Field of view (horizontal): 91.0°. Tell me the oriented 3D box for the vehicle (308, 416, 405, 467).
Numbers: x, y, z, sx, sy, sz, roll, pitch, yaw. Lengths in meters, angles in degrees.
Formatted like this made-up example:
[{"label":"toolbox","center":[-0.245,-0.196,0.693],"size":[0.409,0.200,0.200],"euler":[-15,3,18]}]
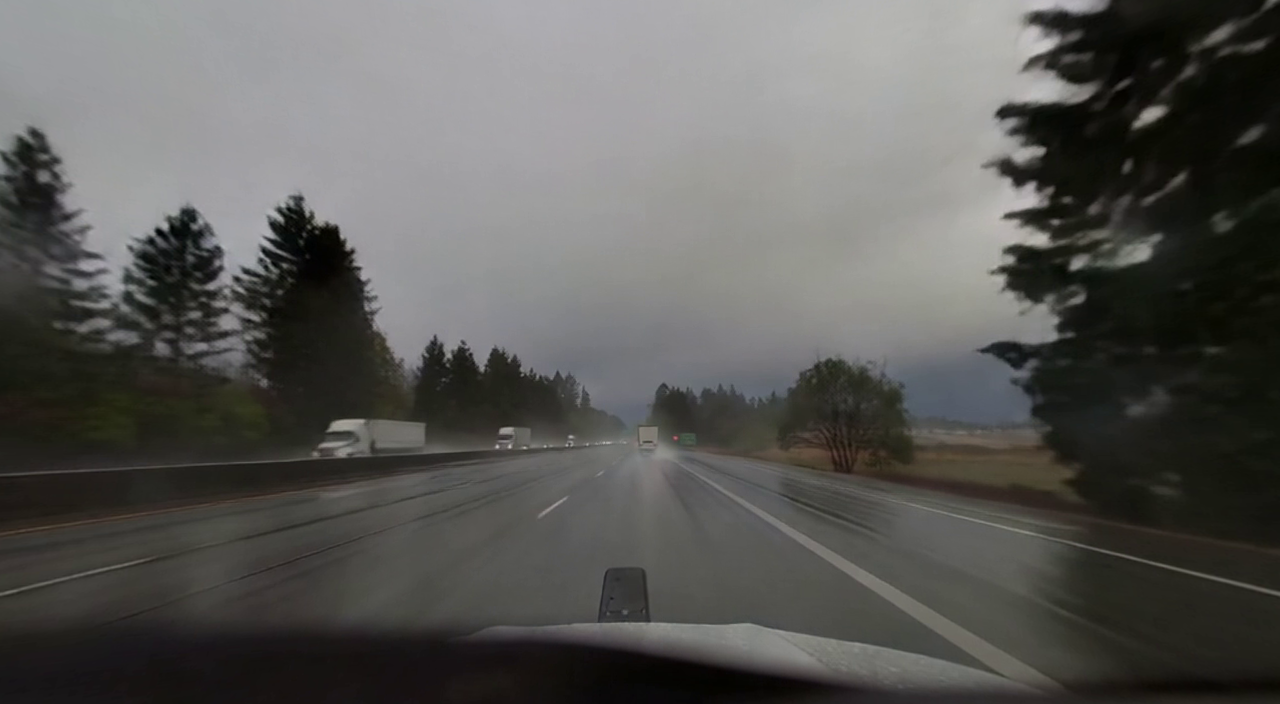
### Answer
[{"label":"vehicle","center":[-22.085,7.091,49.855],"size":[3.019,3.659,9.658],"euler":[0,-8,1]}]
